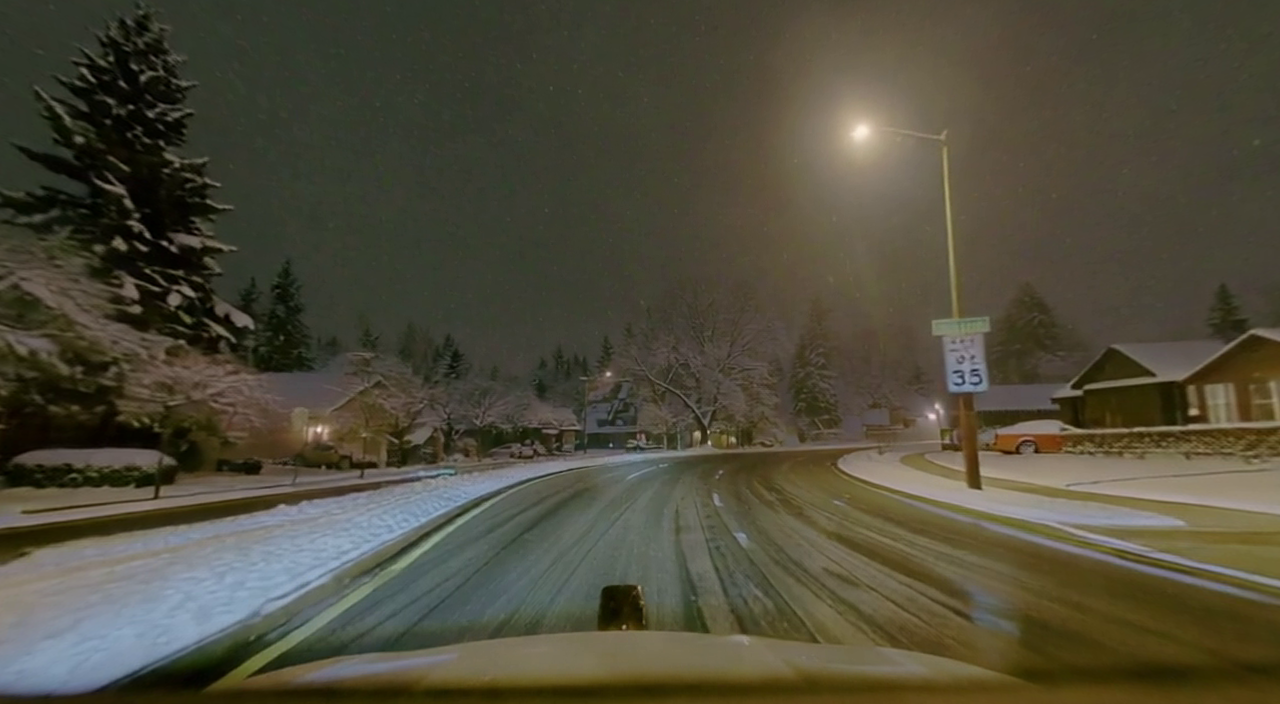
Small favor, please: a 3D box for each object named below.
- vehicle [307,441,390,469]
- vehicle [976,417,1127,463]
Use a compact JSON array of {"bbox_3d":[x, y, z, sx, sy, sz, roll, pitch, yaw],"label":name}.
[{"bbox_3d":[-17.405,6.148,37.727,4.110,1.605,1.968,-2,-9,15],"label":"vehicle"},{"bbox_3d":[16.880,3.670,26.158,4.766,1.789,1.939,-3,-9,17],"label":"vehicle"}]
